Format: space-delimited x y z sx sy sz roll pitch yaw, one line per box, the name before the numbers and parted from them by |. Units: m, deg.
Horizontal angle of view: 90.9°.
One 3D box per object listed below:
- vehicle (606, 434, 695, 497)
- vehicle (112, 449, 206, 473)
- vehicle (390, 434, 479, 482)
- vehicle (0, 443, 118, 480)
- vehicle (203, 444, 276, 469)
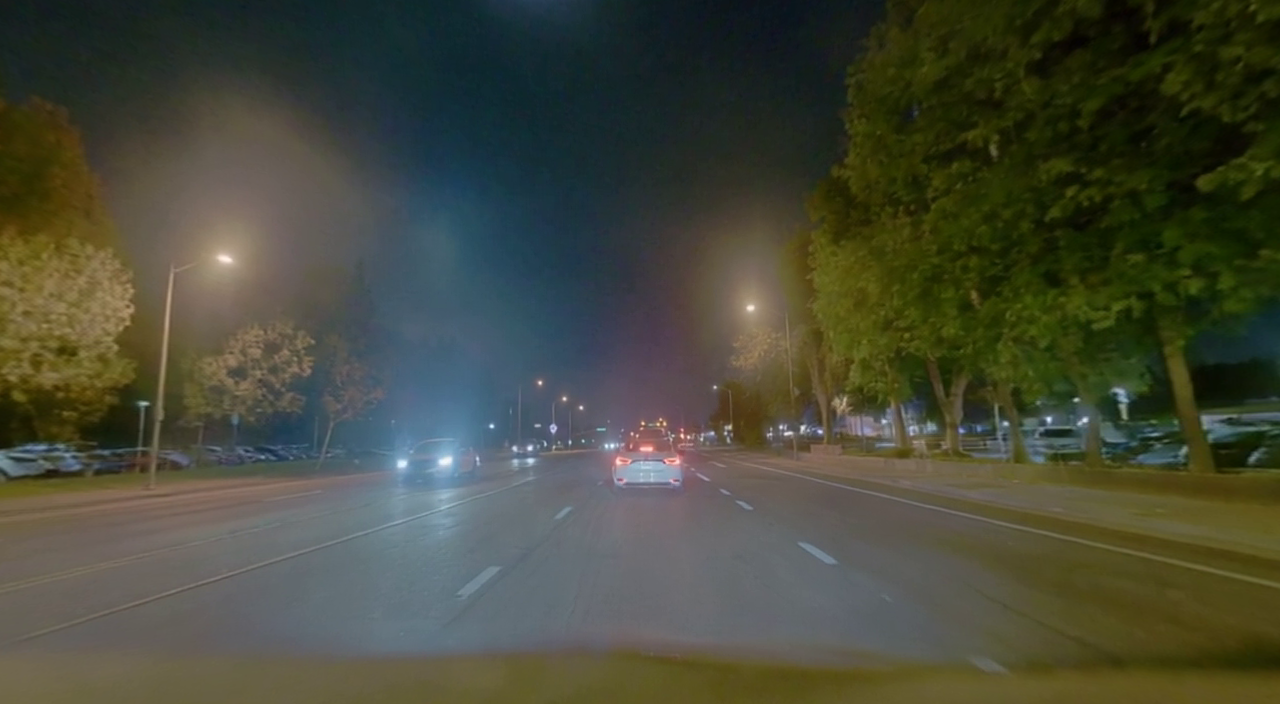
vehicle | 0.202 2.970 16.842 2.093 1.442 3.977 0 -9 -1
vehicle | -30.479 6.916 40.044 4.356 1.444 1.819 0 -9 -1
vehicle | -8.370 4.370 26.270 2.131 1.778 4.912 0 -9 -1
vehicle | -30.168 5.589 32.374 4.764 1.786 2.091 0 -9 0
vehicle | -30.222 7.901 47.688 4.266 1.600 1.877 -3 -8 -2
